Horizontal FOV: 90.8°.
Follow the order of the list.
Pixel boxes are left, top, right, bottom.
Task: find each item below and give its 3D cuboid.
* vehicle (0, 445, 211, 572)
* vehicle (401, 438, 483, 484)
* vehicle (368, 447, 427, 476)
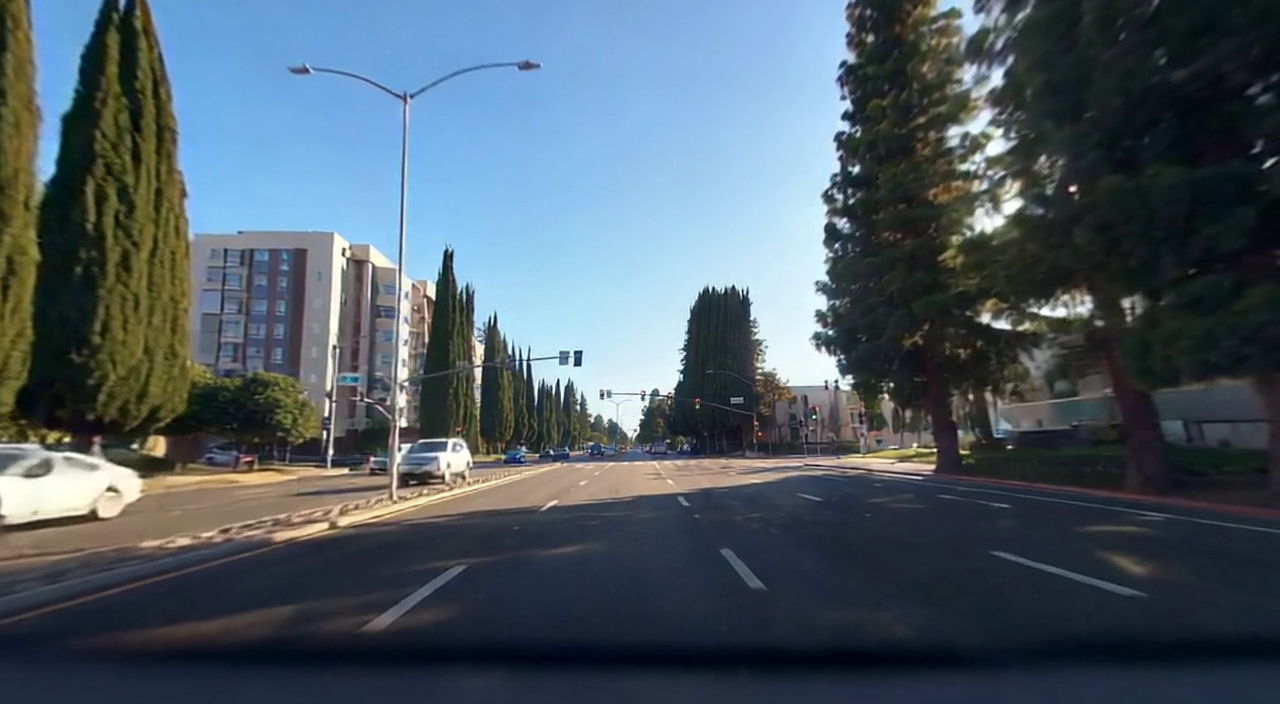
[{"bbox_3d":[-8.454,2.041,8.732,1.899,1.465,4.443,0,-9,0],"label":"vehicle"},{"bbox_3d":[-8.571,4.749,27.847,2.131,1.836,4.670,0,-9,-1],"label":"vehicle"},{"bbox_3d":[-15.335,6.921,40.224,1.978,1.722,4.383,0,-9,0],"label":"vehicle"}]
